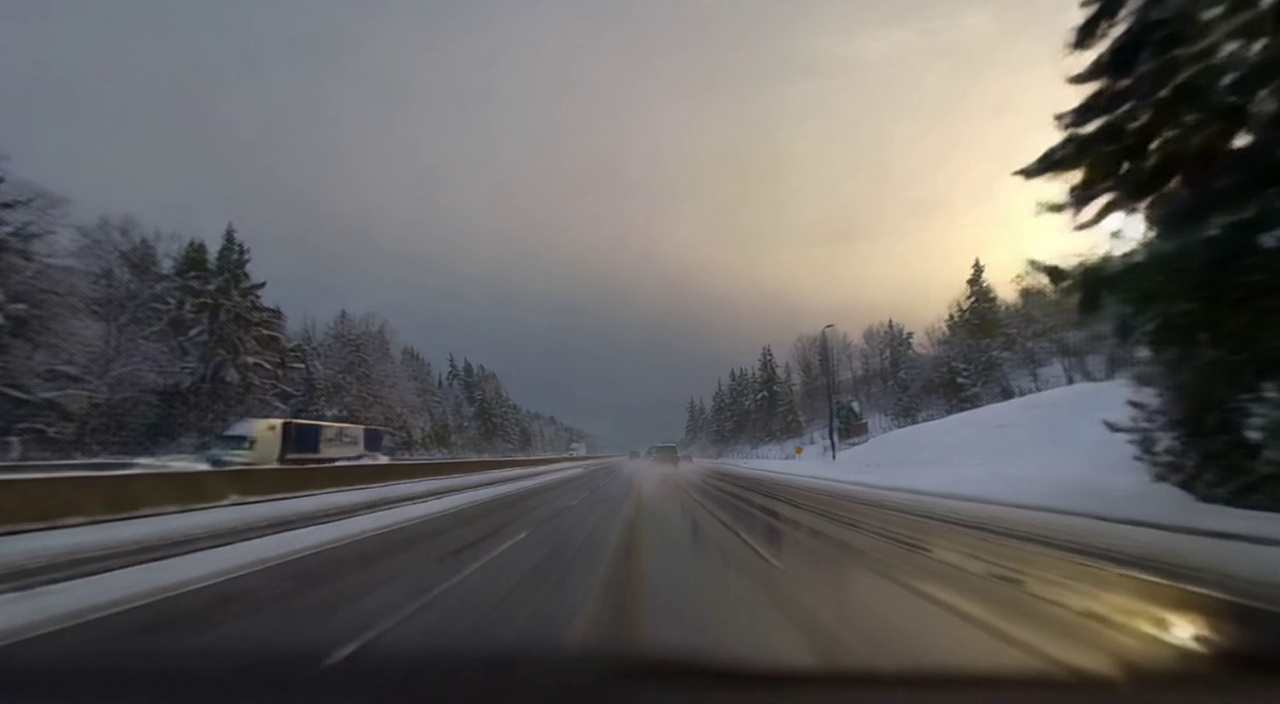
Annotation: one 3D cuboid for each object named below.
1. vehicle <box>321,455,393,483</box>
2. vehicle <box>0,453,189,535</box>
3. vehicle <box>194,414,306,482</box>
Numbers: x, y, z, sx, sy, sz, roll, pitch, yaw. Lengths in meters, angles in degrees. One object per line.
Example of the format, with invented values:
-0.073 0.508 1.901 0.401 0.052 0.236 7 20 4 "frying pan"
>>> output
-15.822 6.538 35.501 1.960 1.471 4.518 0 -9 0 "vehicle"
-12.588 2.994 13.945 1.866 1.480 4.496 0 -9 0 "vehicle"
-25.027 6.249 40.887 2.948 4.021 5.825 -1 -9 6 "vehicle"
